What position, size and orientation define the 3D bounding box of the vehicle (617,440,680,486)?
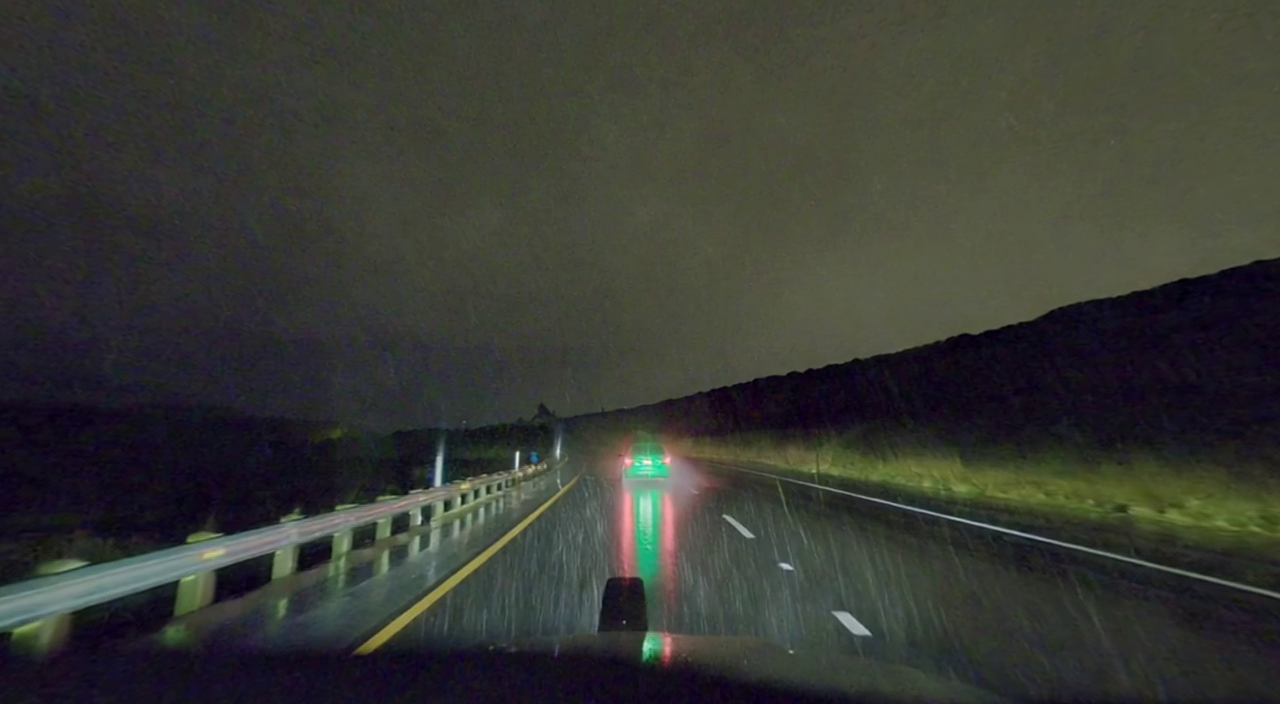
[{"bbox_3d":[0.207,3.911,22.591,2.029,1.474,4.183,0,-9,-2],"label":"vehicle"}]
